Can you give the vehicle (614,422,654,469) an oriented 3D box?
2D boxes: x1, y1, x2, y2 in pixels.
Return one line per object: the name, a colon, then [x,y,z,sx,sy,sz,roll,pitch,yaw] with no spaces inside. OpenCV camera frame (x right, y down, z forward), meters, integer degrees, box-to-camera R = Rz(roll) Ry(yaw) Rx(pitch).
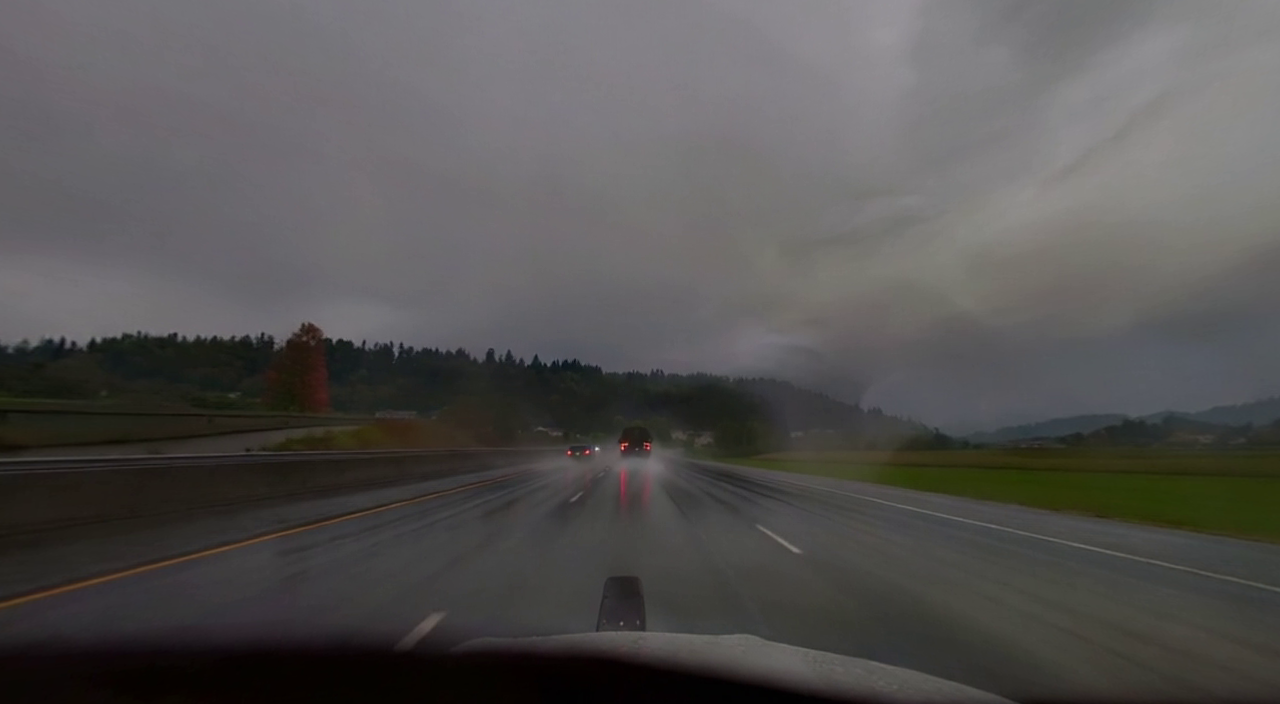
vehicle: [-0.468,6.683,45.126,2.672,3.056,6.900,0,-9,-1]
